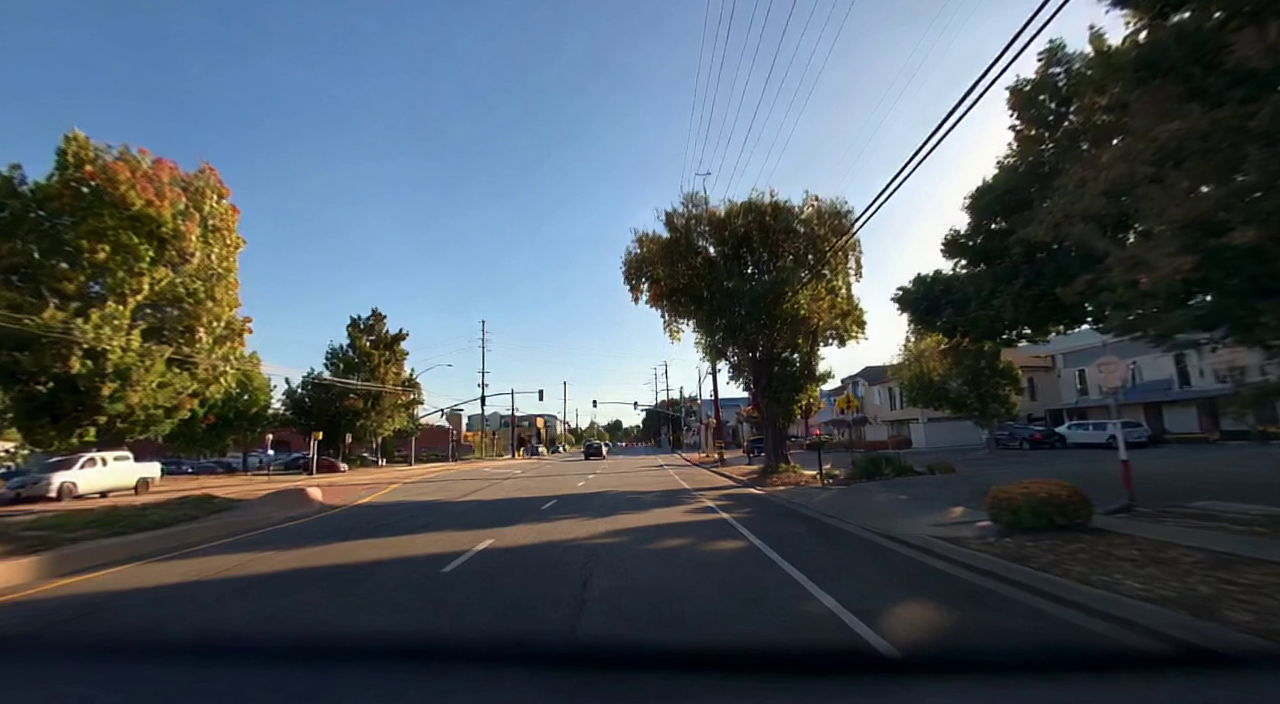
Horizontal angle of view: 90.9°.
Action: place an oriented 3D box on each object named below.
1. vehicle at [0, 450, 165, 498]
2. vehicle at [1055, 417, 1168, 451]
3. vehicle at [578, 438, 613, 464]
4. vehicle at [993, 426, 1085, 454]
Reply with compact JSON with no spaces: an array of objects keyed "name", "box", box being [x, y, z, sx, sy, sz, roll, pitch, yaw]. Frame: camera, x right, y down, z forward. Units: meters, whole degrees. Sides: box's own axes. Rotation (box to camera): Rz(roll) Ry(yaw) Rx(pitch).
[{"name":"vehicle","box":[-24.595,5.323,27.849,5.887,1.894,2.329,-2,-9,13]},{"name":"vehicle","box":[25.616,4.471,34.348,4.690,1.742,2.008,1,-7,-4]},{"name":"vehicle","box":[-3.300,7.466,47.781,2.229,1.821,4.681,0,-8,0]},{"name":"vehicle","box":[25.275,5.591,40.051,4.461,1.695,1.999,0,-7,0]}]
